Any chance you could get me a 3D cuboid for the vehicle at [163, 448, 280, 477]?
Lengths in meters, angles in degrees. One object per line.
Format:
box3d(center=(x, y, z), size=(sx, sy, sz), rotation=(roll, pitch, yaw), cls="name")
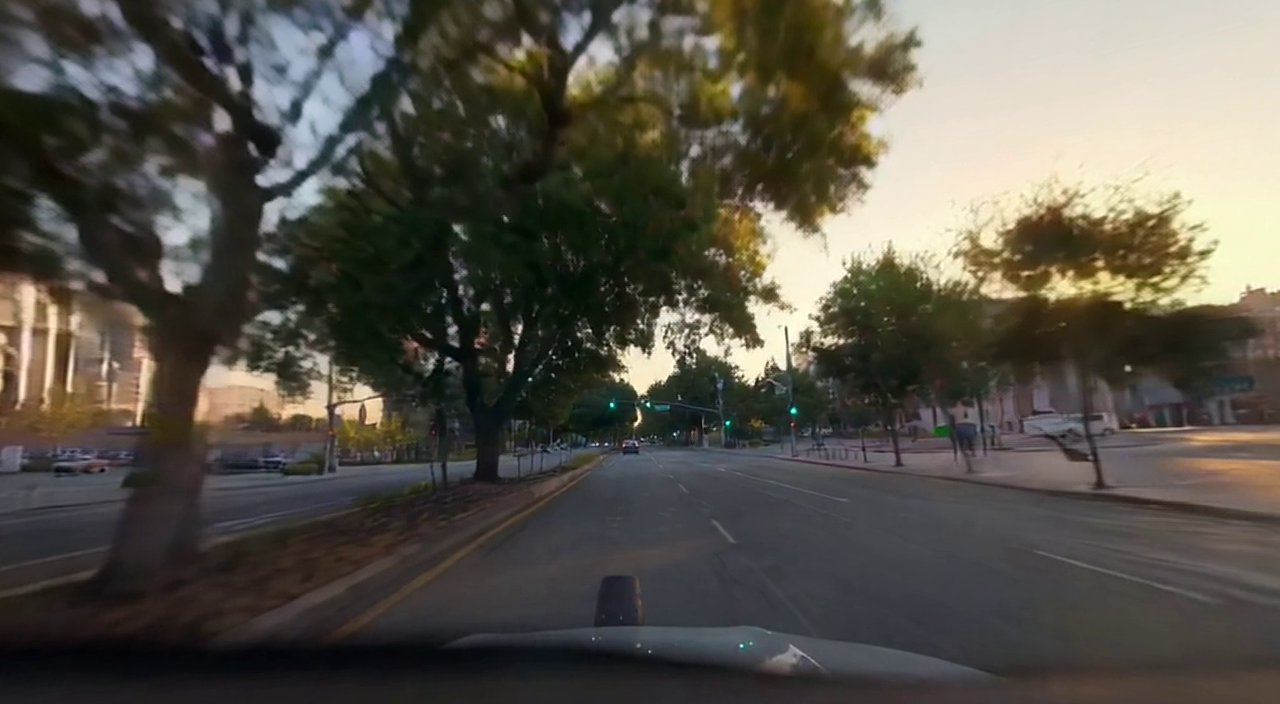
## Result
box3d(center=(-29.618, 7.827, 44.910), size=(6.525, 1.890, 2.481), rotation=(0, -9, -1), cls="vehicle")
